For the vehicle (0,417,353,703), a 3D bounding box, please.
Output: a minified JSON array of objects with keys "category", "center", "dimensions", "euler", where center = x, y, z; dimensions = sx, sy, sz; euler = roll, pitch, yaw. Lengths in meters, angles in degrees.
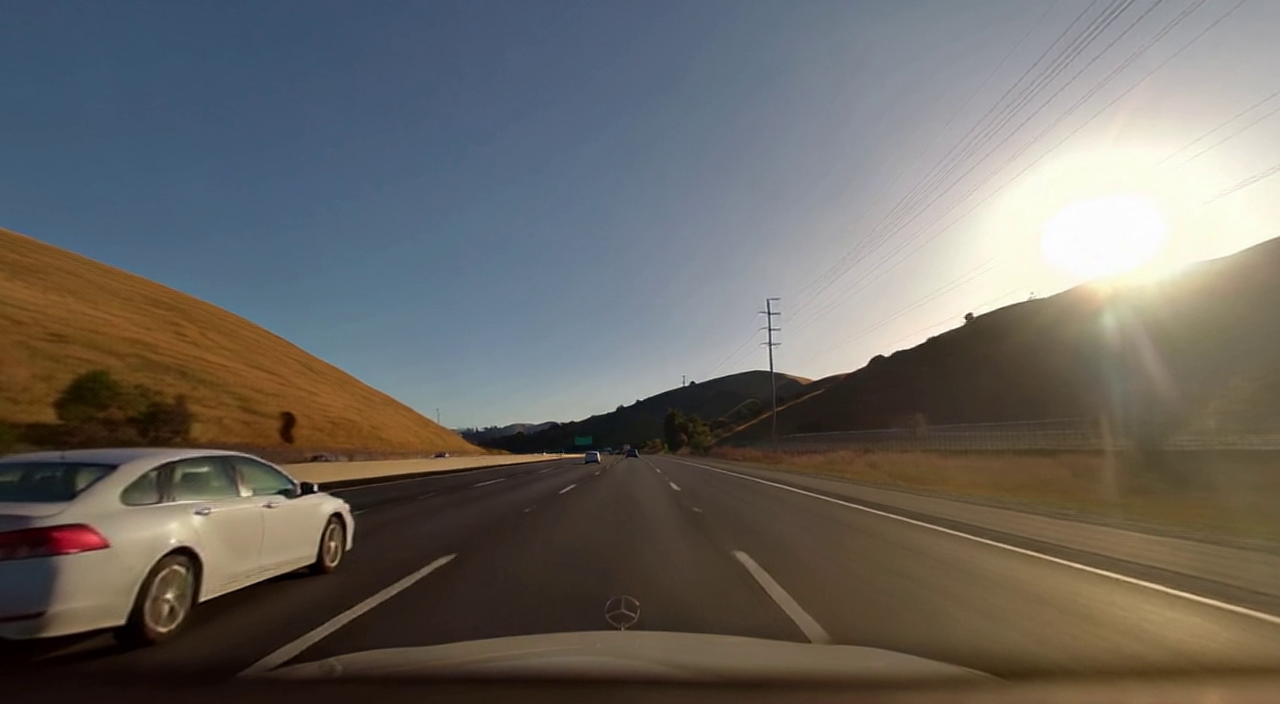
[{"category":"vehicle","center":[-4.153,1.258,4.297],"dimensions":[2.064,1.489,4.966],"euler":[0,-9,0]}]
